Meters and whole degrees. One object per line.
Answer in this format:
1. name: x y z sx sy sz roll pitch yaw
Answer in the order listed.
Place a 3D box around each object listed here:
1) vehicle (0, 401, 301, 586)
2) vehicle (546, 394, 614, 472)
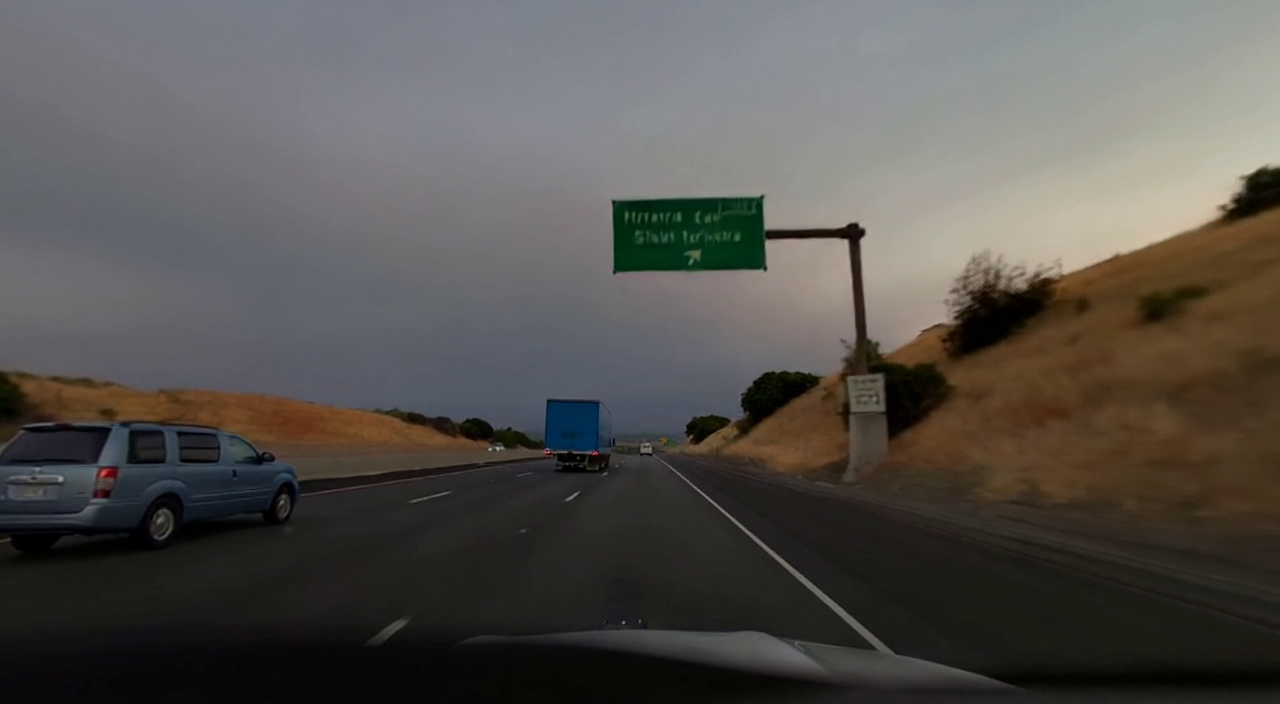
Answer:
1. vehicle: -7.437 1.809 9.066 2.175 1.860 5.236 0 -8 0
2. vehicle: -3.456 5.363 40.722 2.893 4.073 15.281 0 -8 0
